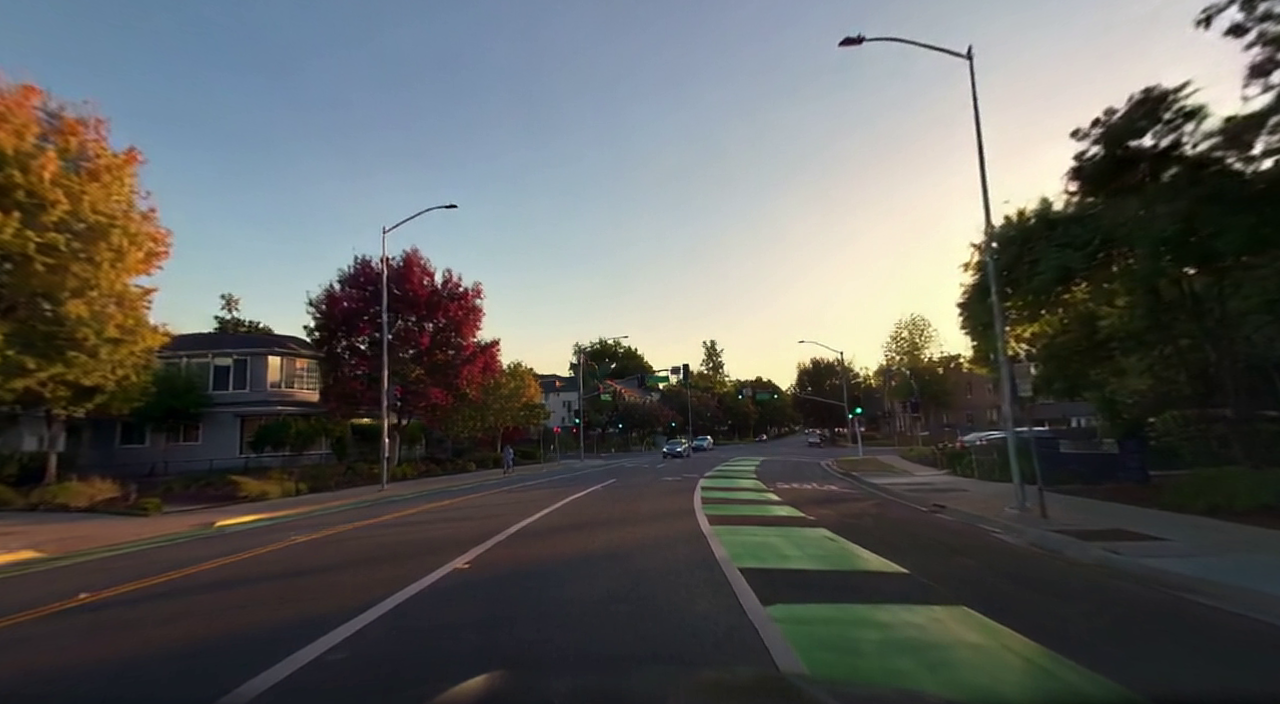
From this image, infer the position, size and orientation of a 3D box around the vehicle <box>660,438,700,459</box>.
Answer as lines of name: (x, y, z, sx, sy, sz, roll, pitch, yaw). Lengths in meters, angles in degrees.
vehicle: (3.029, 7.062, 46.175, 1.904, 1.489, 4.746, -3, -9, 16)

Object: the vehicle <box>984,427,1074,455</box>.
vehicle: (23.711, 5.448, 38.655, 1.972, 1.477, 5.340, -2, -7, -2)
